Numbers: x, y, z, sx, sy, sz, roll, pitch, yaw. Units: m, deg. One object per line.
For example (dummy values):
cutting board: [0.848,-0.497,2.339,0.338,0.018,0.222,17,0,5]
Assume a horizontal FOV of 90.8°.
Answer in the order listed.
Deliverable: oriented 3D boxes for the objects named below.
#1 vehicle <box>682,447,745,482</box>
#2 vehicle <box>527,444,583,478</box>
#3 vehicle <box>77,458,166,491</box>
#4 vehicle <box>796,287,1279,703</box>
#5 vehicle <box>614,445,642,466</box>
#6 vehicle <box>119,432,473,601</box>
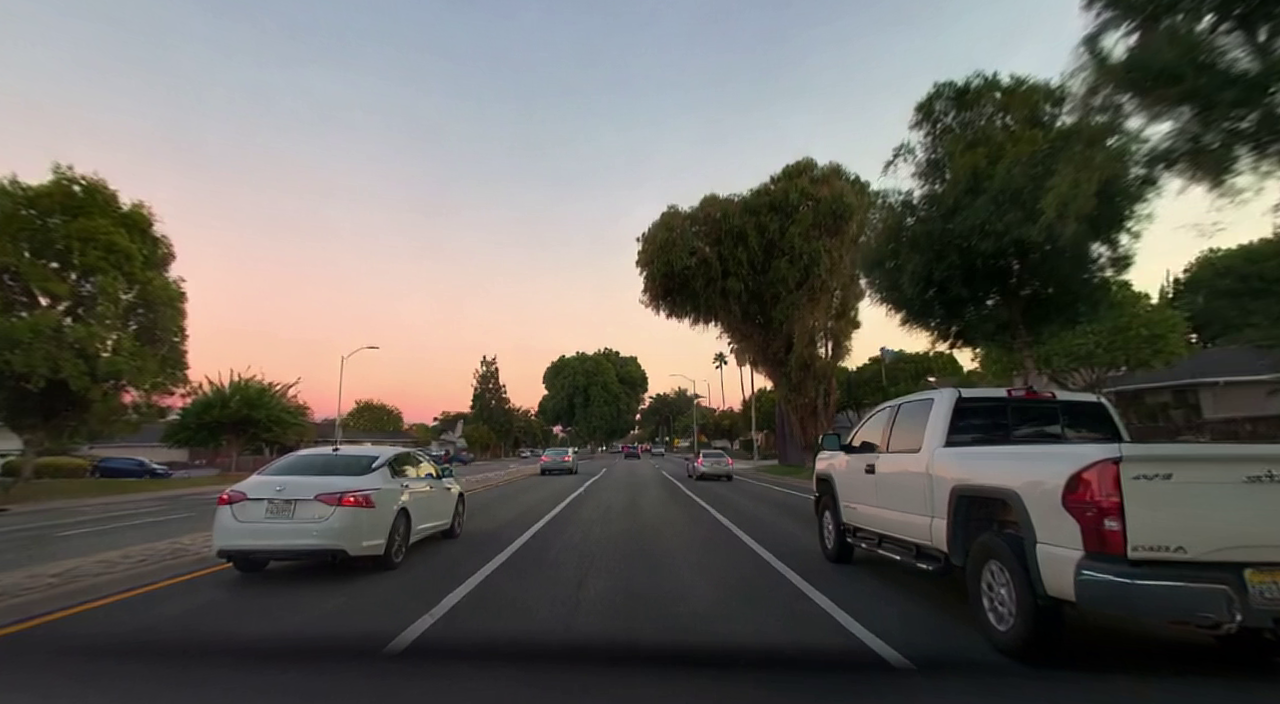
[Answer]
vehicle: [3.204,5.036,28.687,2.149,1.421,4.805,0,-9,-2]
vehicle: [-4.175,5.421,31.786,2.263,1.548,4.555,0,-9,-1]
vehicle: [-34.624,8.159,42.207,5.036,1.823,2.374,-7,-11,22]
vehicle: [3.351,1.154,5.413,2.478,2.030,5.723,0,-9,-1]
vehicle: [-0.980,8.127,49.649,2.065,1.528,3.787,0,-9,-2]
vehicle: [-3.710,1.826,7.963,2.094,1.509,4.286,0,-9,-1]
